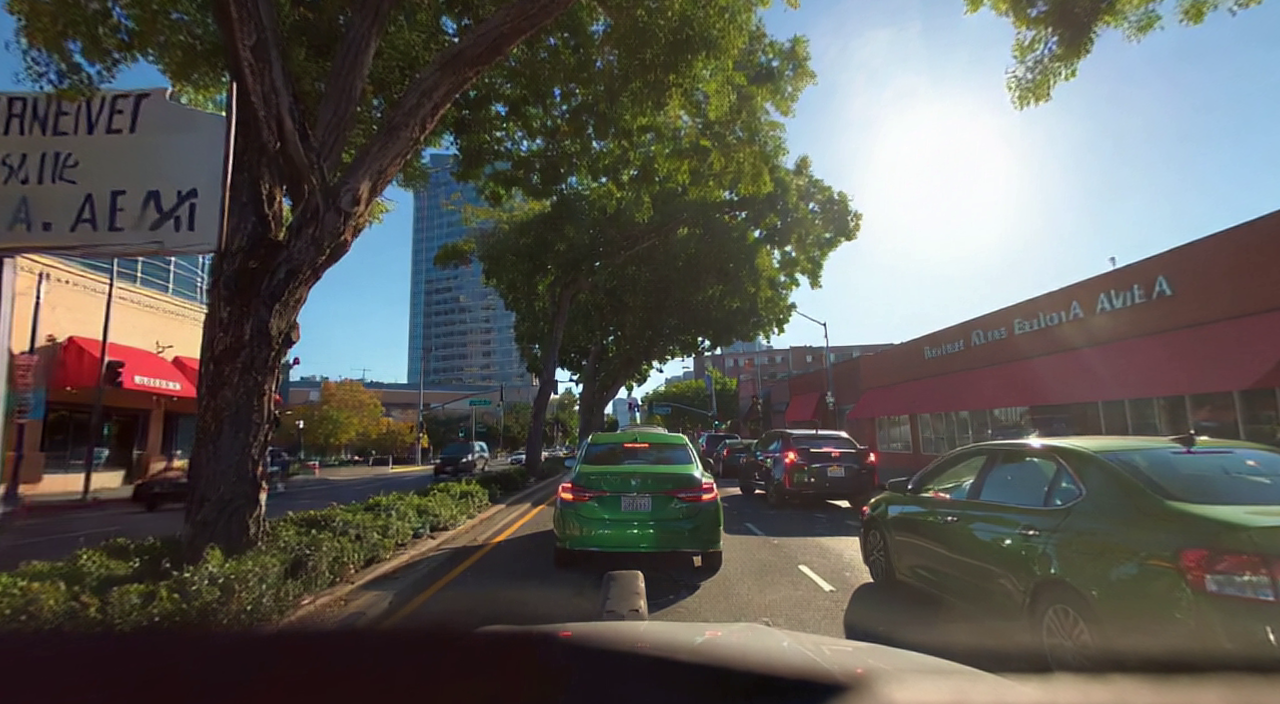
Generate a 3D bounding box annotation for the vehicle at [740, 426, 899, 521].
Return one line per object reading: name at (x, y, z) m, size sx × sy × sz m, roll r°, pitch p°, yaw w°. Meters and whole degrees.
vehicle at (3.534, 2.483, 13.420) m, size 2.025 × 1.660 × 4.263 m, roll 0°, pitch -9°, yaw -1°

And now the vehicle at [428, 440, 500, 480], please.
vehicle at (-8.068, 4.994, 29.389) m, size 2.079 × 1.695 × 4.374 m, roll 0°, pitch -9°, yaw 0°

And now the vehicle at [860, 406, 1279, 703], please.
vehicle at (3.311, 1.257, 4.482) m, size 1.988 × 1.480 × 4.195 m, roll 0°, pitch -9°, yaw 0°

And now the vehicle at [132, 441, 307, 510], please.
vehicle at (-12.004, 3.517, 18.509) m, size 2.004 × 1.732 × 4.530 m, roll 0°, pitch -9°, yaw 0°

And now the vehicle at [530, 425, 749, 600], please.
vehicle at (-0.019, 1.660, 7.306) m, size 1.887 × 1.487 × 3.535 m, roll 0°, pitch -9°, yaw 0°
